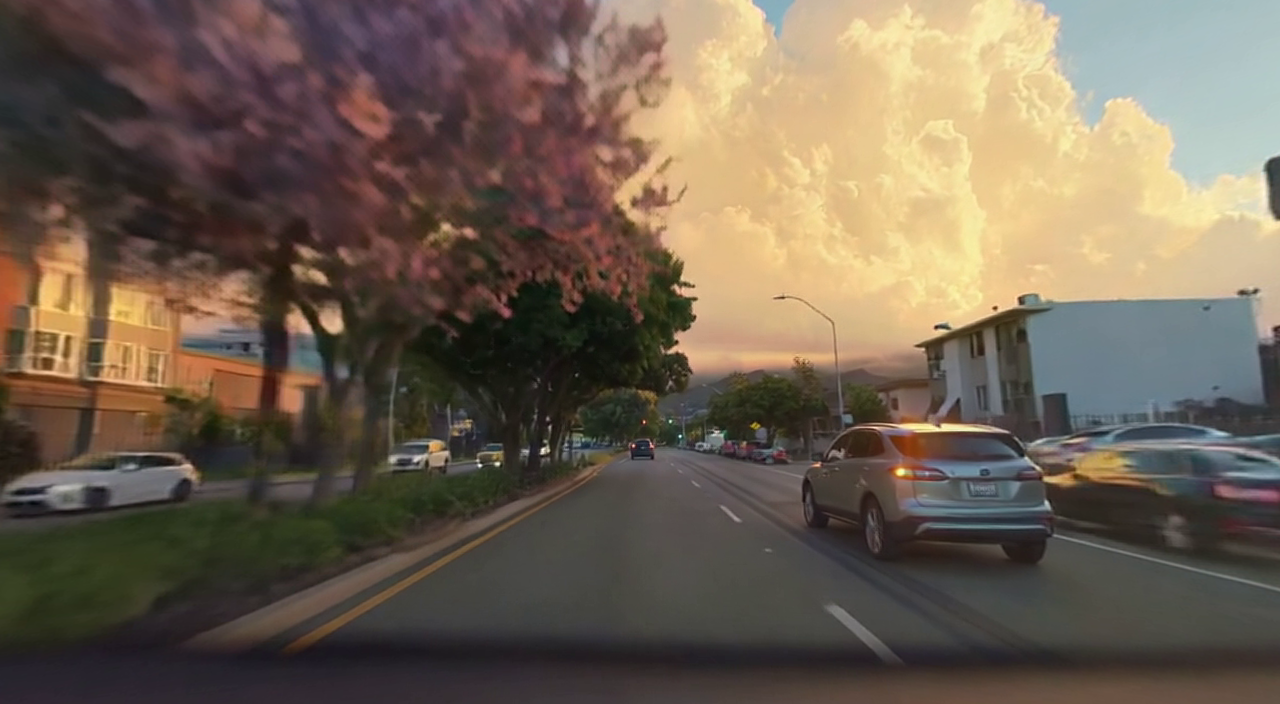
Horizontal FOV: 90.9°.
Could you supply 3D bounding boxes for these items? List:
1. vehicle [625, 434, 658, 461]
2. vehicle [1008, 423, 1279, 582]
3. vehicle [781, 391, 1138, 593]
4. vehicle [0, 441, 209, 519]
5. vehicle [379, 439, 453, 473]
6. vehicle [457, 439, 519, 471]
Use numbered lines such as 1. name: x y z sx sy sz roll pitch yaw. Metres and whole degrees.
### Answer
1. vehicle: 0.147 6.822 45.052 2.244 1.813 4.129 0 -8 1
2. vehicle: 7.453 1.798 8.367 2.182 1.570 4.911 0 -8 0
3. vehicle: 3.293 1.547 7.830 2.071 1.747 4.549 0 -8 1
4. vehicle: -11.959 2.758 14.146 1.779 1.495 3.766 0 -8 1
5. vehicle: -11.499 5.347 32.769 2.049 1.641 4.573 0 -8 2
6. vehicle: -7.728 5.254 32.503 1.960 1.530 4.313 0 -8 2
